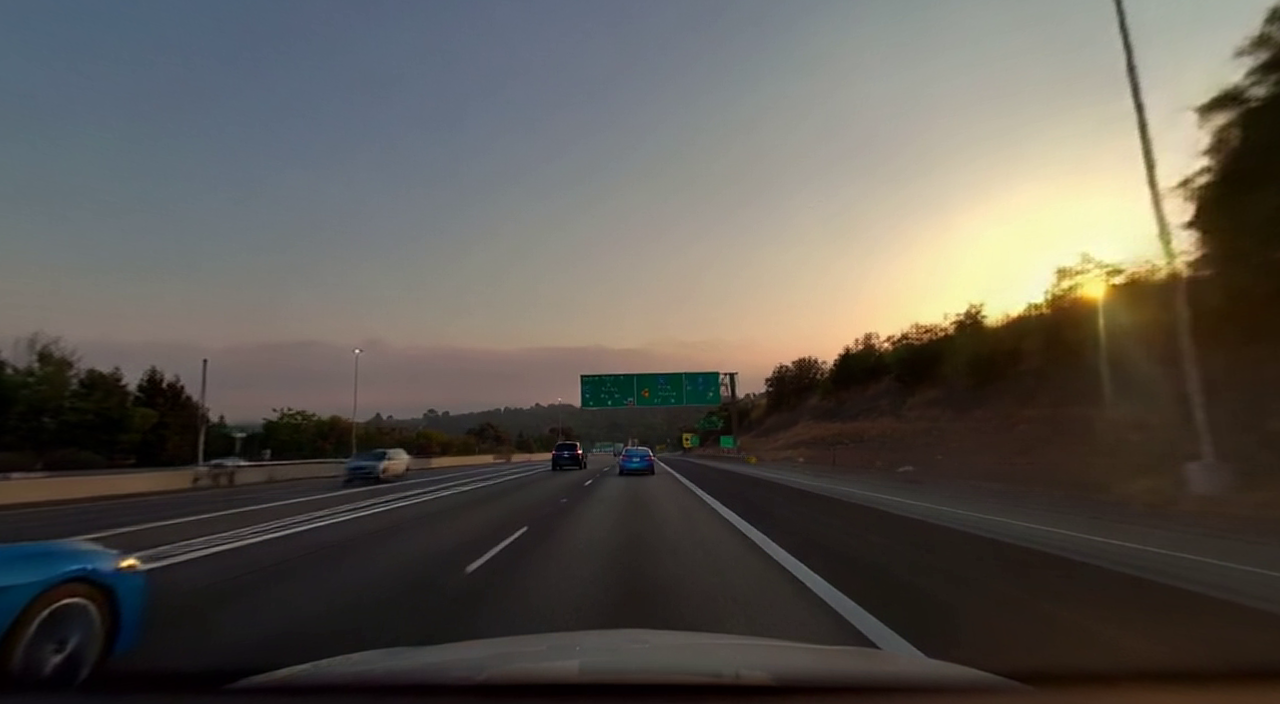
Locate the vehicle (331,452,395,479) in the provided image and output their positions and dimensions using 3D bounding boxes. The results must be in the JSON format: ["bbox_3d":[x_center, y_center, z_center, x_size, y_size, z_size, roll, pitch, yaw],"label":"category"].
[{"bbox_3d":[-17.443,7.145,39.940,1.914,1.595,4.561,-1,-9,1],"label":"vehicle"}]

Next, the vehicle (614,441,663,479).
[{"bbox_3d":[-0.065,4.915,28.901,2.086,1.548,4.325,0,-9,0],"label":"vehicle"}]

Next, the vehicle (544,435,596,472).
[{"bbox_3d":[-3.775,5.568,34.690,2.264,1.901,4.647,-1,-9,1],"label":"vehicle"}]
